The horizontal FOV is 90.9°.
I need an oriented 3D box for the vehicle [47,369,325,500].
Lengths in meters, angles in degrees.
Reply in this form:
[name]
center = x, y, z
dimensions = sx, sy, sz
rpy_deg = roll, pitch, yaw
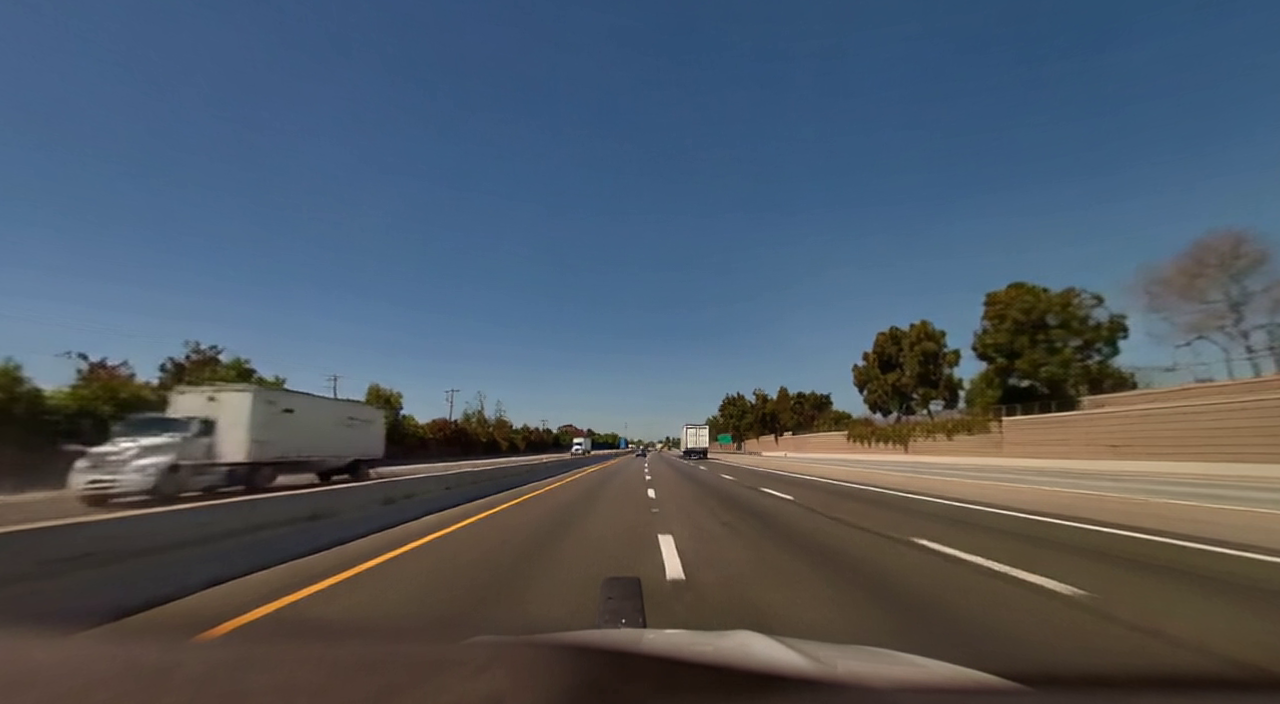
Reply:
[vehicle]
center = -16.777, 3.361, 24.947
dimensions = 2.967, 4.045, 10.581
rpy_deg = 0, -9, 0
